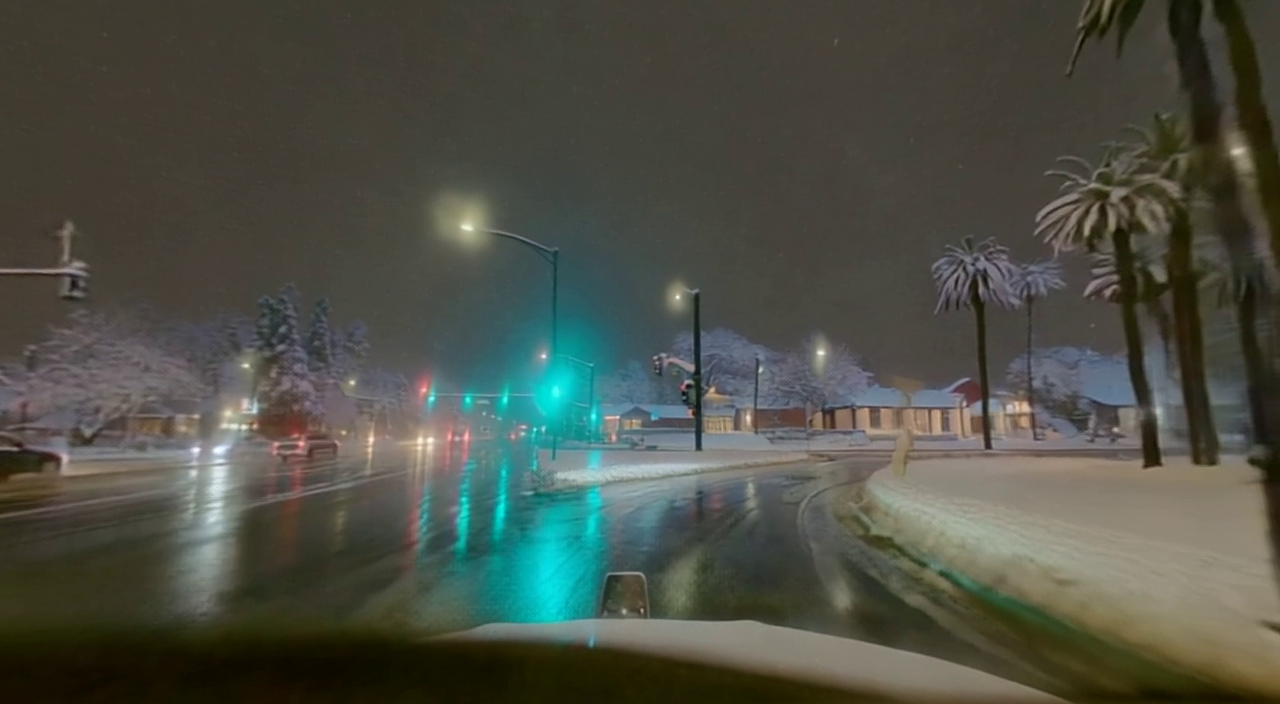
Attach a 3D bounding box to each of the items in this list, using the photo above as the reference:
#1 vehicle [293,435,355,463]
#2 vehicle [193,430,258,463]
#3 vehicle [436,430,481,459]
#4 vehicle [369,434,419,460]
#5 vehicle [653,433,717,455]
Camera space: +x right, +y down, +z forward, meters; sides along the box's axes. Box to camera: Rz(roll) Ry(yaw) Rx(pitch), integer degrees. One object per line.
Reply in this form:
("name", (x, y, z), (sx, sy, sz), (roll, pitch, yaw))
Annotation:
("vehicle", (-18.236, 5.623, 36.435), (1.900, 1.462, 4.225), (1, -9, -7))
("vehicle", (-23.524, 5.405, 35.788), (2.156, 1.742, 4.264), (4, -9, -22))
("vehicle", (-11.902, 6.093, 41.395), (2.114, 1.784, 4.450), (1, -9, -7))
("vehicle", (-15.433, 5.986, 39.579), (1.977, 1.584, 3.983), (1, -9, -7))
("vehicle", (3.467, 7.140, 48.475), (4.648, 1.501, 1.862), (3, -9, -7))
